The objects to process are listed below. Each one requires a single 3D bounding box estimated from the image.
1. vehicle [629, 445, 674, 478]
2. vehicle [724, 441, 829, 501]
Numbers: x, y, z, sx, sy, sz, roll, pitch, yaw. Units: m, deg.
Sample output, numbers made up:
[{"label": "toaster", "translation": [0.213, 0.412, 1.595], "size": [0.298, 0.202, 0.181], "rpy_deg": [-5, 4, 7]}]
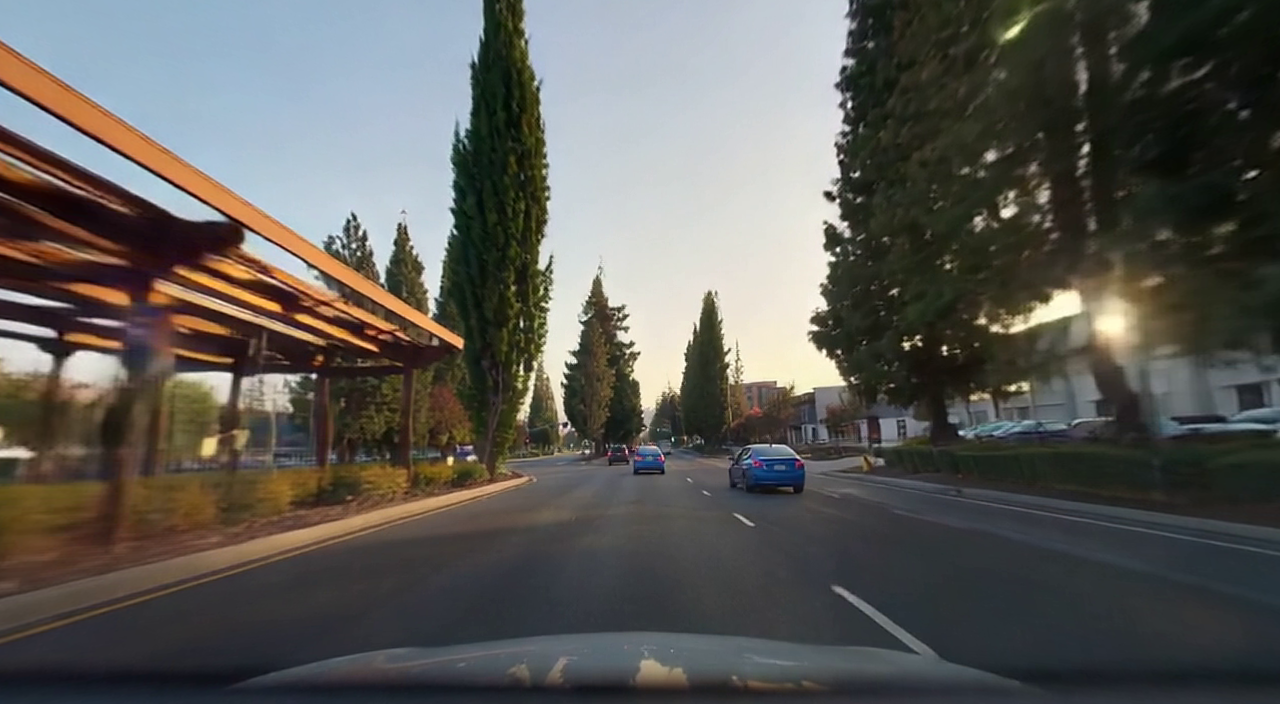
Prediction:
[{"label": "vehicle", "translation": [0.566, 5.549, 32.144], "size": [2.144, 1.505, 4.128], "rpy_deg": [-1, -9, 0]}, {"label": "vehicle", "translation": [3.804, 3.401, 18.414], "size": [2.067, 1.497, 4.327], "rpy_deg": [0, -9, 0]}]
